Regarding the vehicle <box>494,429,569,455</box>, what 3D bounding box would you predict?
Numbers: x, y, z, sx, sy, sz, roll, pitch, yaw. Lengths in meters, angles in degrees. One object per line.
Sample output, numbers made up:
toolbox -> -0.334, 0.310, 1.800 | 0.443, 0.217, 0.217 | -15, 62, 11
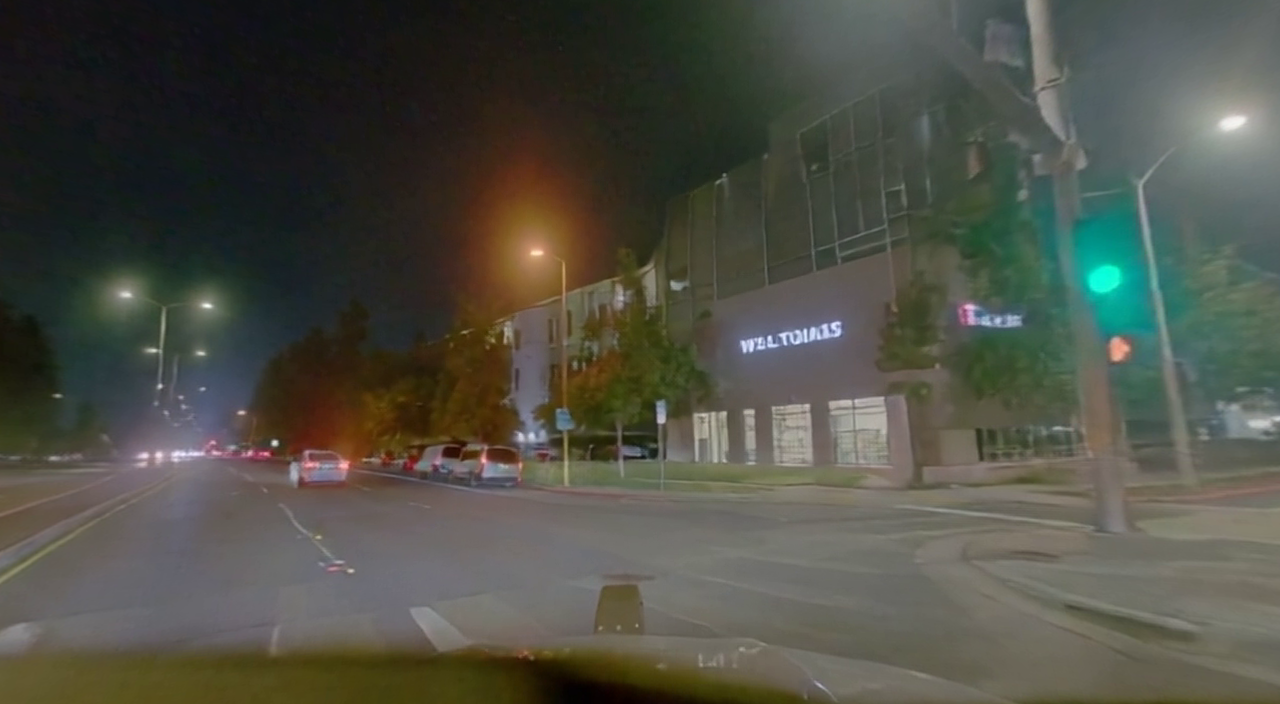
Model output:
vehicle -> -7.880, 6.582, 46.125 | 4.851, 1.737, 2.189 | 6, -10, -36

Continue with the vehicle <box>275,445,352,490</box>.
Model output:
vehicle -> -13.588, 4.713, 26.171 | 2.197, 1.642, 4.312 | 6, -10, -34
